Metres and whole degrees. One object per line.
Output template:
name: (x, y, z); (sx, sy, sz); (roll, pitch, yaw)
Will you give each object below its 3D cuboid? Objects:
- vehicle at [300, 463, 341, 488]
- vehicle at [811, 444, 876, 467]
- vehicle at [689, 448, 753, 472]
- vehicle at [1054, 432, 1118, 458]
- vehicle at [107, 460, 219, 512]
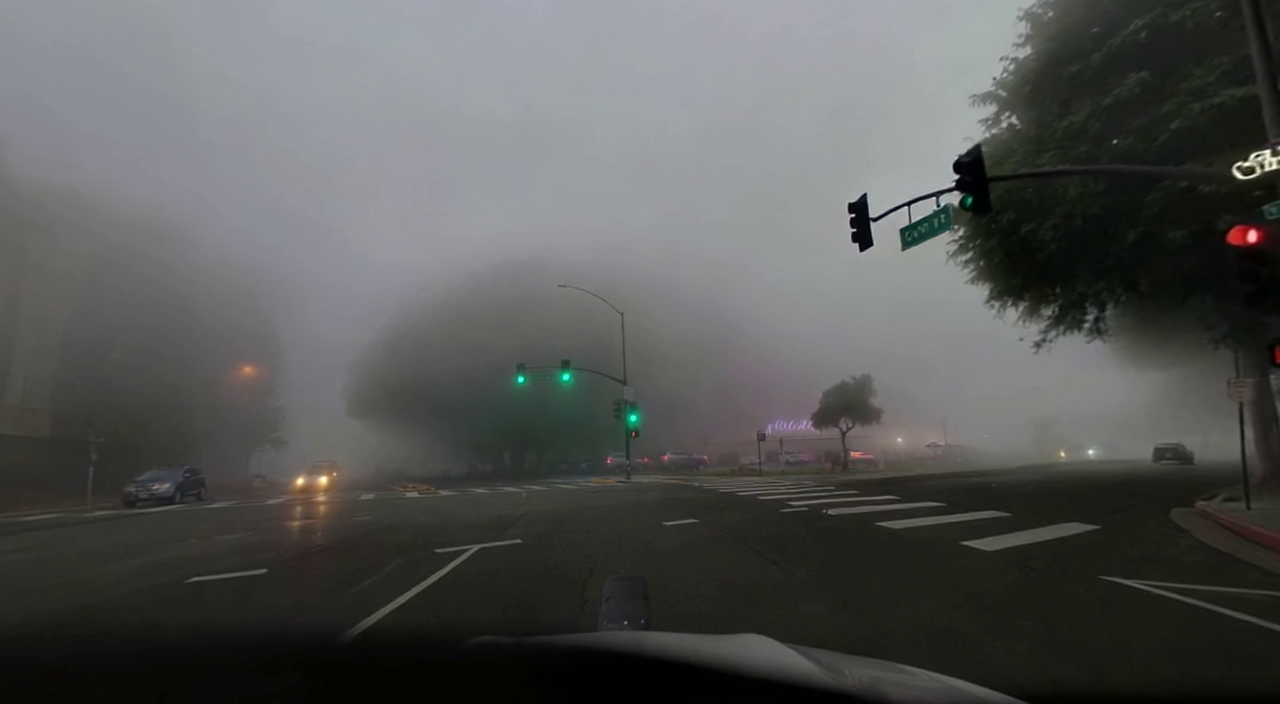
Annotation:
vehicle: (-22.273, 8.601, 44.134); (1.961, 1.492, 4.702); (3, -9, -20)
vehicle: (15.381, 7.797, 47.639); (4.530, 1.696, 1.979); (4, -10, -26)
vehicle: (6.130, 8.155, 47.877); (4.375, 1.685, 2.045); (4, -9, -24)
vehicle: (32.987, 6.868, 46.550); (4.781, 1.849, 2.355); (6, -11, -36)
vehicle: (-19.527, 5.435, 26.104); (2.124, 1.793, 4.709); (3, -9, -17)
